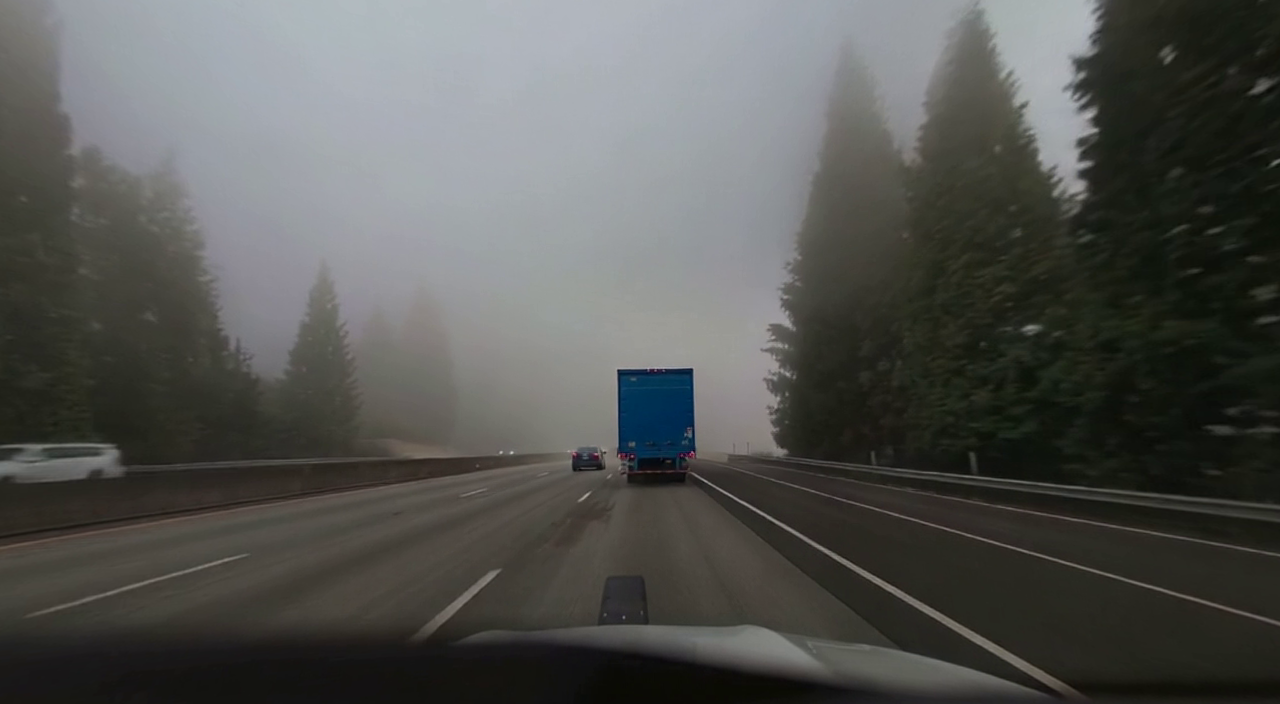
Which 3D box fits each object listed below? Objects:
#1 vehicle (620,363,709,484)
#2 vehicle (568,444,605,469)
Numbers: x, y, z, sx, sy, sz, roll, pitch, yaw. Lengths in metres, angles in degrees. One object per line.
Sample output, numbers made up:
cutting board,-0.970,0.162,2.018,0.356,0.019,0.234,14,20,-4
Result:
vehicle,0.770,3.075,25.795,2.898,3.973,10.063,0,-9,0
vehicle,-3.286,6.514,39.480,1.985,1.482,3.923,0,-9,0
